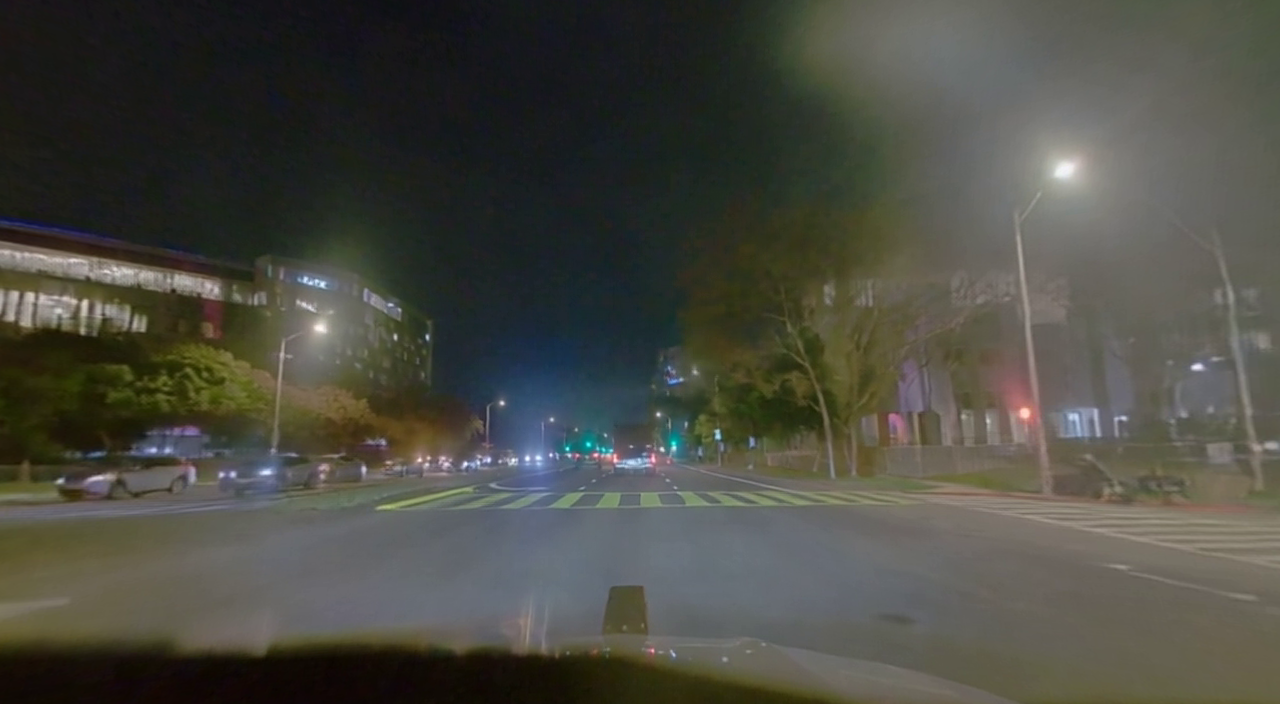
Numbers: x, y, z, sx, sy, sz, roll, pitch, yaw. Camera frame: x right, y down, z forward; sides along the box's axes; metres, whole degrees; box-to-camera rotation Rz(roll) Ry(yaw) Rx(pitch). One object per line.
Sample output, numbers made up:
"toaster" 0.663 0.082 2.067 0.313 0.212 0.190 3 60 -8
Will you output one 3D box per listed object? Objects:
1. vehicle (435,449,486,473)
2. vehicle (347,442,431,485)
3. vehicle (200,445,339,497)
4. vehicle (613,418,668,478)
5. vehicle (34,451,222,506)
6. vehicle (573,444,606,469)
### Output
"vehicle" -11.968 7.263 42.337 1.935 1.467 4.451 0 -8 2
"vehicle" -12.454 5.512 31.612 2.068 1.747 5.040 -4 -7 1
"vehicle" -12.959 4.160 22.499 1.960 1.627 4.784 0 -8 1
"vehicle" -0.128 5.791 38.176 2.843 3.120 10.422 0 -8 -2
"vehicle" -16.326 4.021 20.549 2.022 1.442 4.853 -4 -9 1
"vehicle" -3.876 8.195 49.538 2.184 1.830 4.890 0 -8 0
